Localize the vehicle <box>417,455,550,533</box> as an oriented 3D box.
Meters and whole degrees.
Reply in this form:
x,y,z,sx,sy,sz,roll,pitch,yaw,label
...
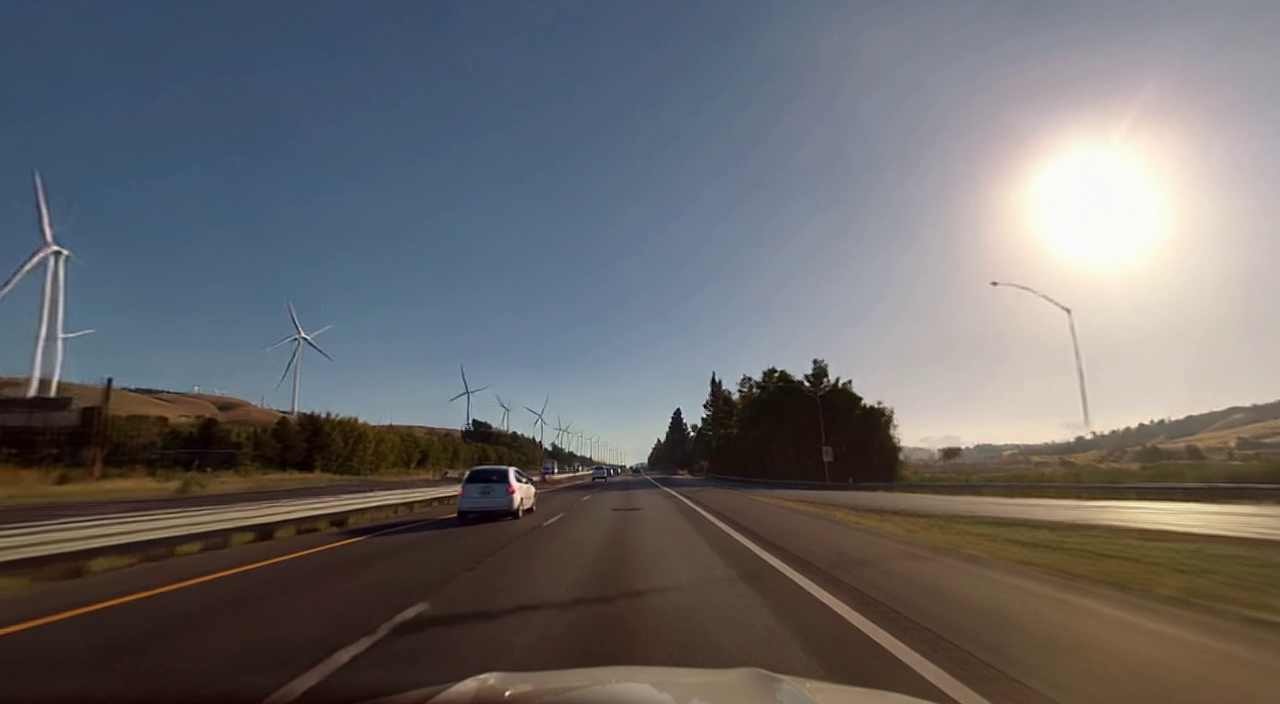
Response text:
x,y,z,sx,sy,sz,roll,pitch,yaw,label
-3.418,3.223,14.630,2.001,1.486,4.104,1,-11,0,vehicle
